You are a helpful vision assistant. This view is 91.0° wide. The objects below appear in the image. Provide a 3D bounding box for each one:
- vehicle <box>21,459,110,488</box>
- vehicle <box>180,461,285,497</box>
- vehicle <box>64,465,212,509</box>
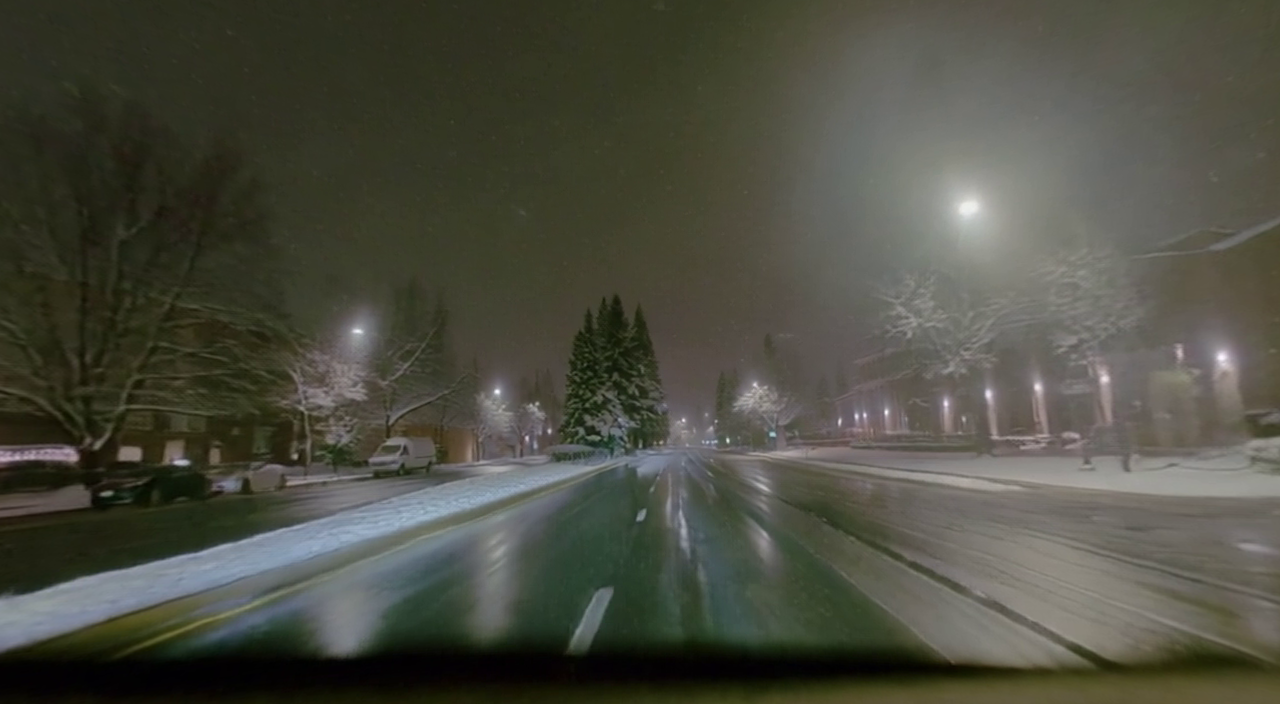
[{"bbox_3d":[-32.138,6.794,35.310,1.548,1.426,3.591,-3,-10,1],"label":"vehicle"},{"bbox_3d":[-19.547,6.081,30.452,1.820,1.459,4.559,0,-8,3],"label":"vehicle"},{"bbox_3d":[-19.776,5.314,25.113,1.929,1.393,4.611,0,-8,4],"label":"vehicle"}]
